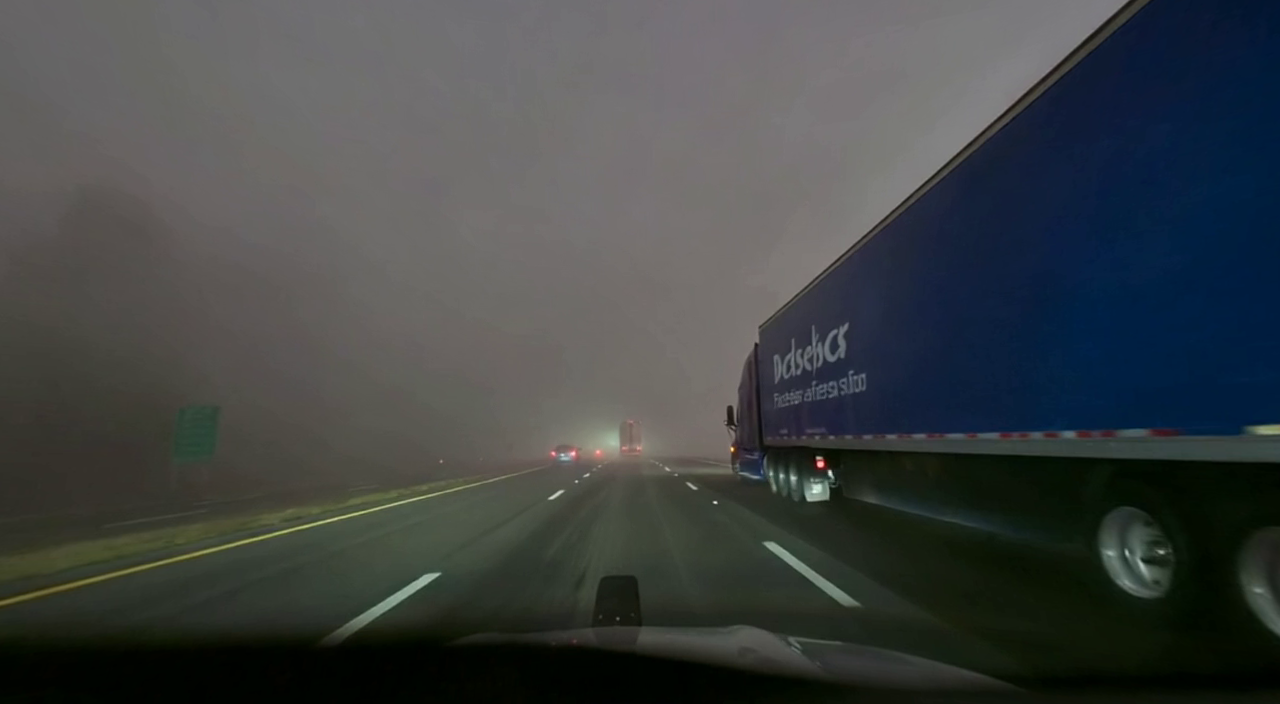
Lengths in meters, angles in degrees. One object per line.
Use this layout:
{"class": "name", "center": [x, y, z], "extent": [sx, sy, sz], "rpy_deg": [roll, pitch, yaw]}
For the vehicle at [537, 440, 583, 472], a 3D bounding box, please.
{"class": "vehicle", "center": [-4.404, 5.827, 35.288], "extent": [2.099, 1.651, 4.397], "rpy_deg": [0, -9, -1]}
